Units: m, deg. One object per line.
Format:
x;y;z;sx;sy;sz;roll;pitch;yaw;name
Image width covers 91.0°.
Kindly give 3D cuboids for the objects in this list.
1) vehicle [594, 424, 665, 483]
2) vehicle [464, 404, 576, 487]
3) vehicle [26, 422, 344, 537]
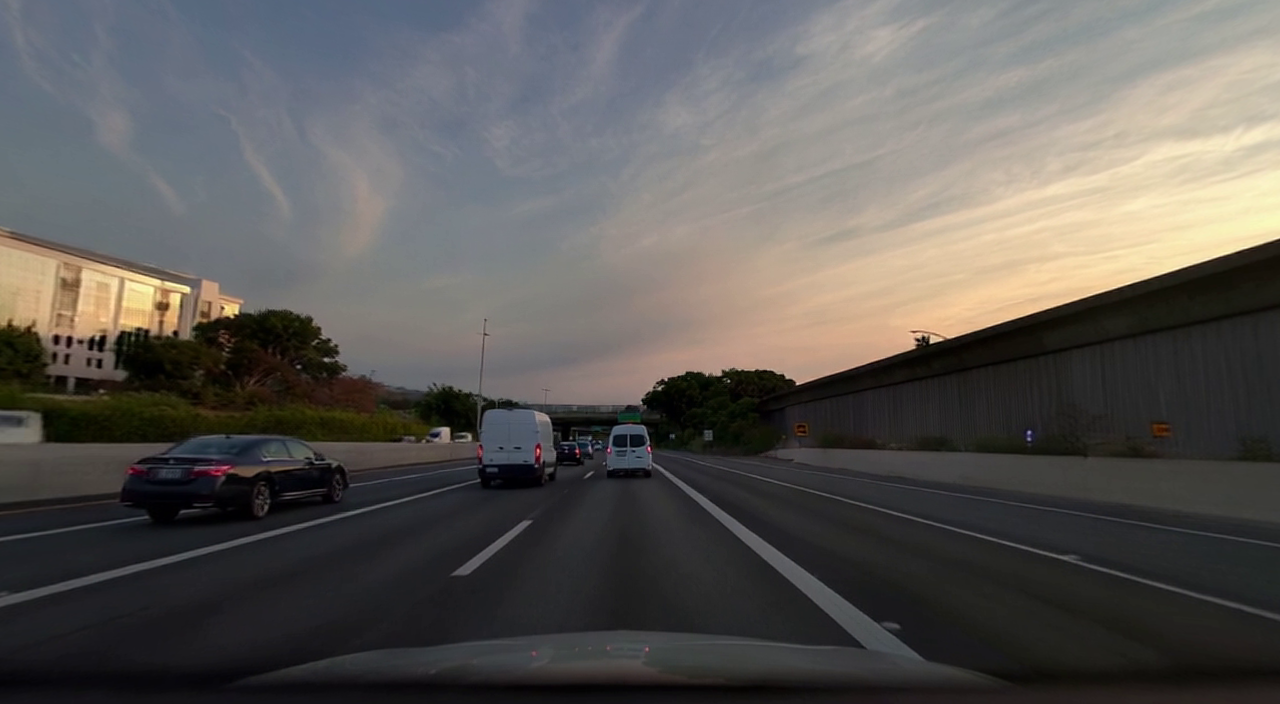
-0.316;3.477;21.673;2.207;1.807;4.199;0;-9;0;vehicle
-3.657;3.057;20.611;2.504;2.276;5.933;0;-9;0;vehicle
-7.075;2.021;10.625;1.959;1.493;4.575;0;-9;0;vehicle
